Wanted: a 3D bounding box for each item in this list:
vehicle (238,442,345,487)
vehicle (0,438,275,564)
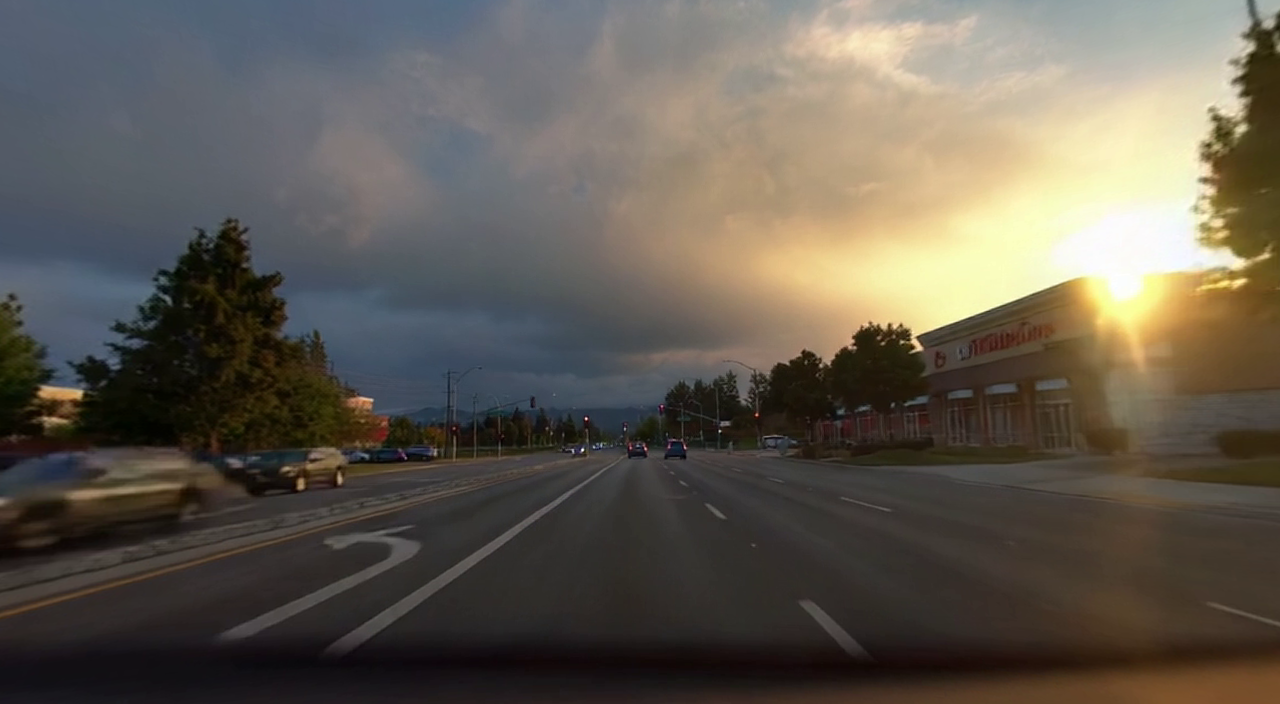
[{"bbox_3d":[-14.766,4.763,27.118,1.967,1.756,4.471,0,-8,0],"label":"vehicle"},{"bbox_3d":[-8.256,2.177,10.170,1.958,1.534,4.598,0,-8,0],"label":"vehicle"}]
